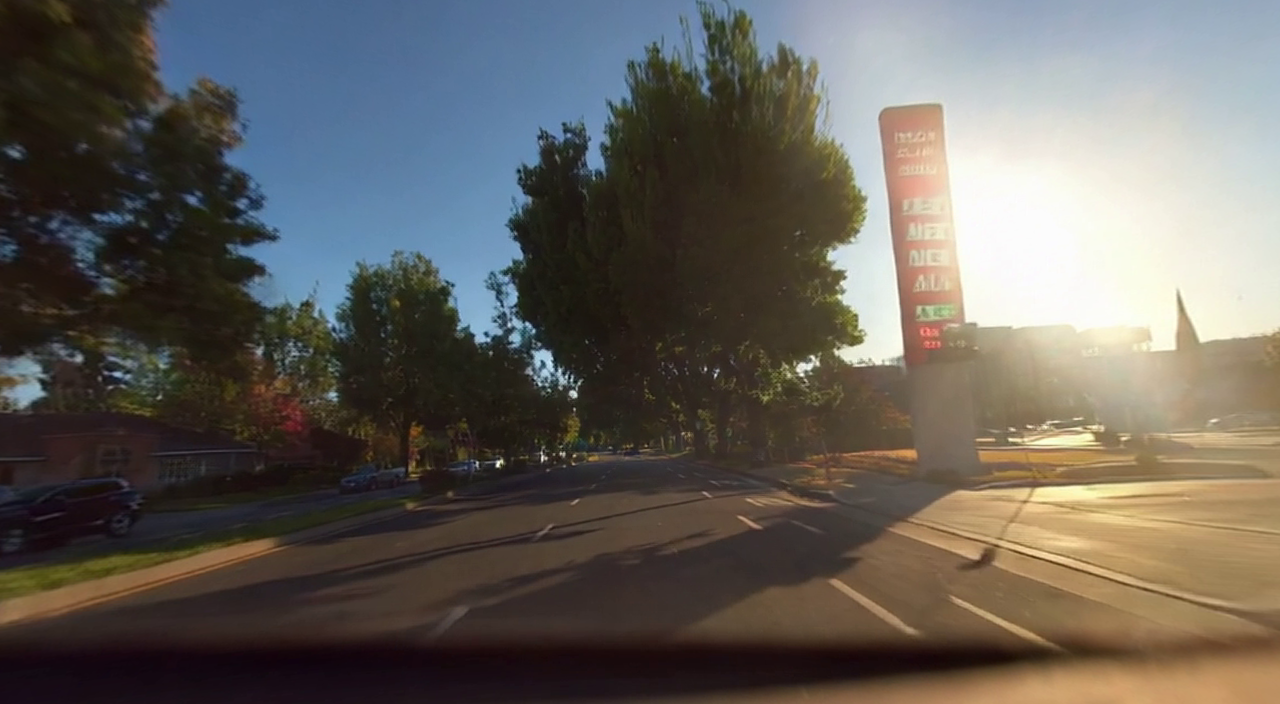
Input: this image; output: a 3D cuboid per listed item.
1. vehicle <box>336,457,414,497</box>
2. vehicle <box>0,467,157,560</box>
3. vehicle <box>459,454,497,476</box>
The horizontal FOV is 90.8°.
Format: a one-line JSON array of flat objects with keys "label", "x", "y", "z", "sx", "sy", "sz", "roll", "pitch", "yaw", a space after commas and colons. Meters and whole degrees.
[{"label": "vehicle", "x": -12.627, "y": 5.933, "z": 30.349, "sx": 1.986, "sy": 1.488, "sz": 4.330, "roll": -5, "pitch": -8, "yaw": -2}, {"label": "vehicle", "x": -12.628, "y": 3.372, "z": 13.354, "sx": 1.953, "sy": 1.558, "sz": 3.839, "roll": -6, "pitch": -9, "yaw": -2}, {"label": "vehicle", "x": -12.626, "y": 8.823, "z": 49.398, "sx": 1.854, "sy": 1.442, "sz": 4.213, "roll": -4, "pitch": -8, "yaw": -1}]
